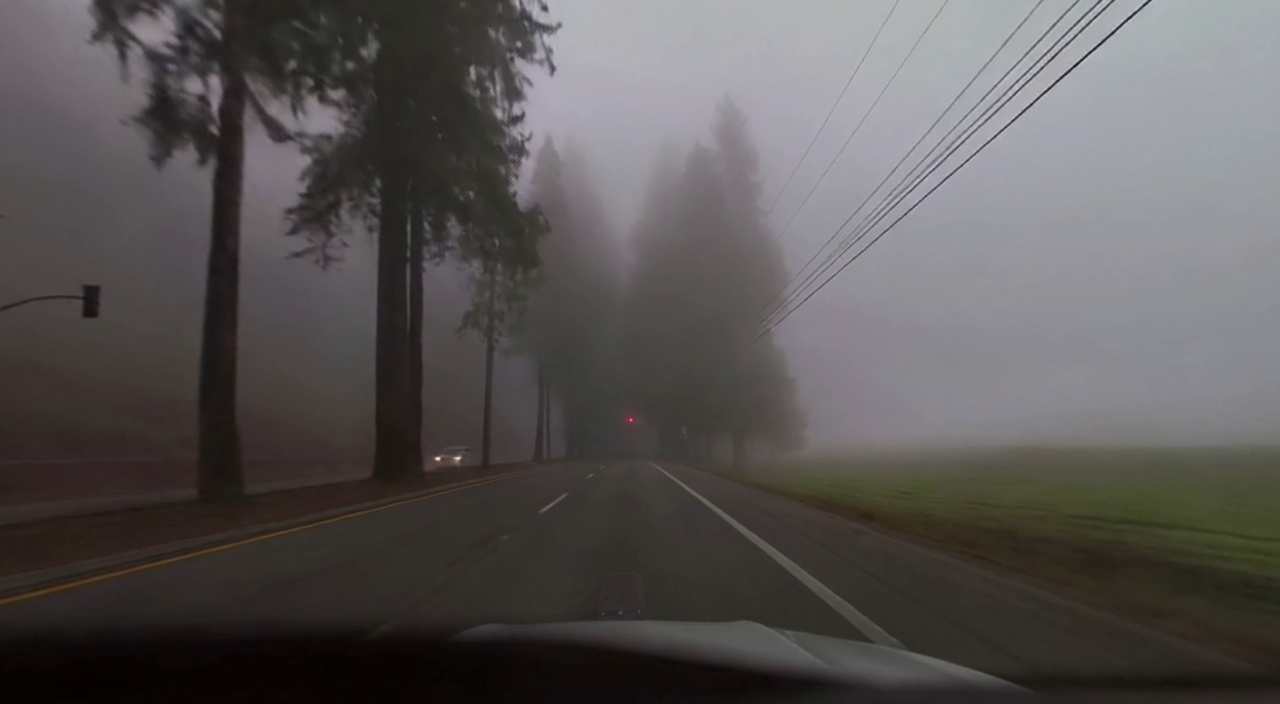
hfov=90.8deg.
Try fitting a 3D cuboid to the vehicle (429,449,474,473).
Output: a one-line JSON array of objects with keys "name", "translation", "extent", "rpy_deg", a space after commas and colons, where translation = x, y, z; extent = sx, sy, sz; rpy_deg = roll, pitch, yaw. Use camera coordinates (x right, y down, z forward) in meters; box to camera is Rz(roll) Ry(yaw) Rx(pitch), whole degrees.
[{"name": "vehicle", "translation": [-14.480, 8.379, 48.711], "extent": [2.037, 1.712, 4.576], "rpy_deg": [0, -9, 0]}]
